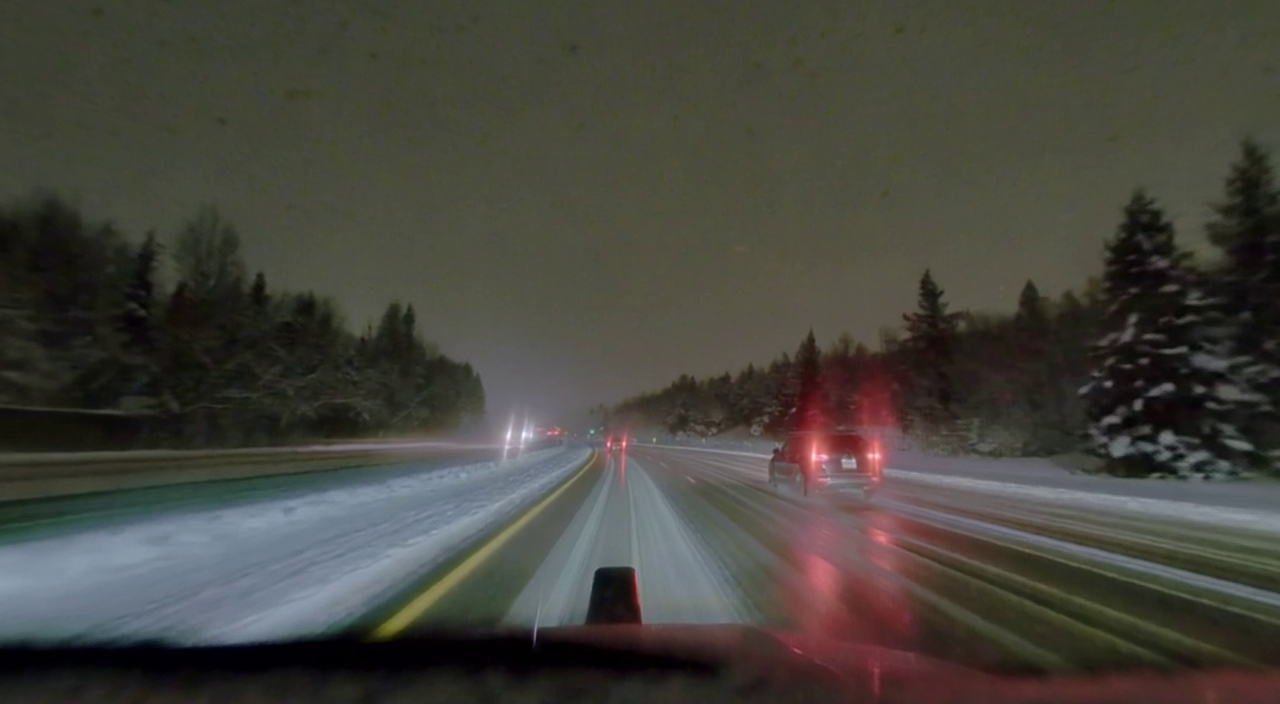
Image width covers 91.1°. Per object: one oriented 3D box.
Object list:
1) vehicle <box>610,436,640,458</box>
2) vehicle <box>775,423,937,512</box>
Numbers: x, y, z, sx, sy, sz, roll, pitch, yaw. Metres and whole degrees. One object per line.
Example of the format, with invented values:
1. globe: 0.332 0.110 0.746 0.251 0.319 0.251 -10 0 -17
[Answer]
1. vehicle: -1.107 6.707 44.648 1.998 1.512 3.735 0 -8 -2
2. vehicle: 4.110 2.236 12.652 1.852 1.513 3.652 0 -8 -2
